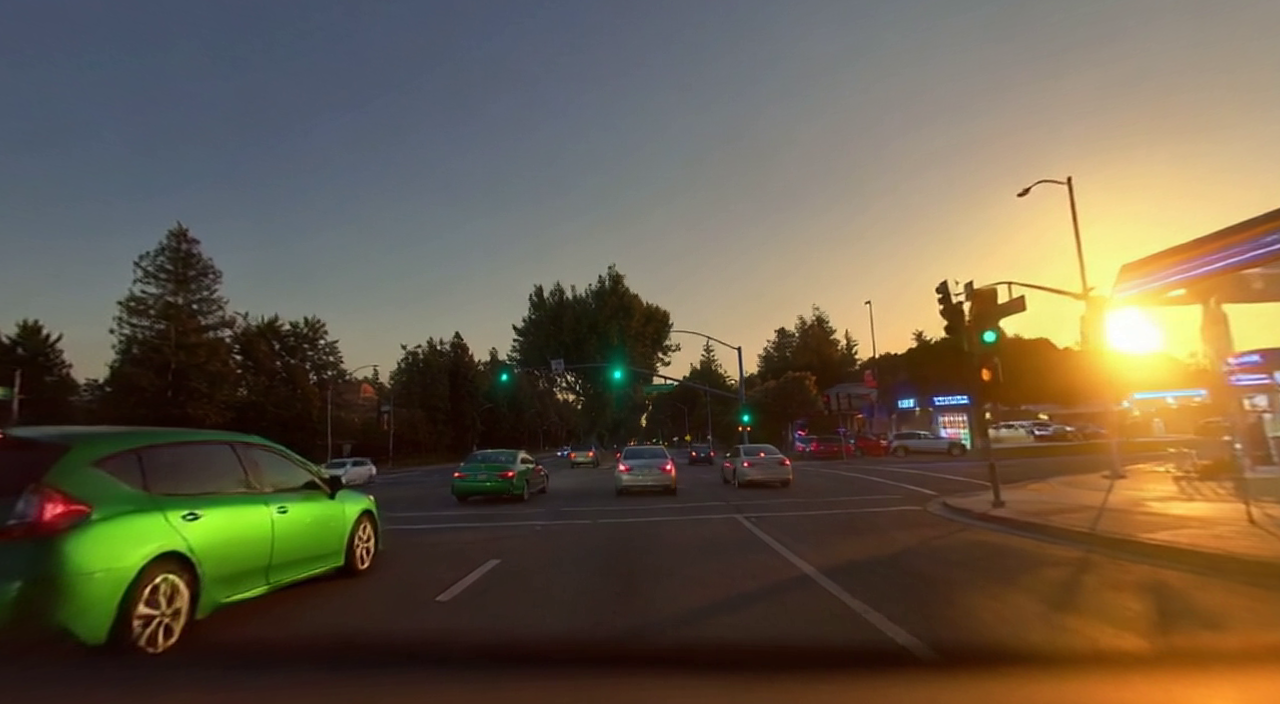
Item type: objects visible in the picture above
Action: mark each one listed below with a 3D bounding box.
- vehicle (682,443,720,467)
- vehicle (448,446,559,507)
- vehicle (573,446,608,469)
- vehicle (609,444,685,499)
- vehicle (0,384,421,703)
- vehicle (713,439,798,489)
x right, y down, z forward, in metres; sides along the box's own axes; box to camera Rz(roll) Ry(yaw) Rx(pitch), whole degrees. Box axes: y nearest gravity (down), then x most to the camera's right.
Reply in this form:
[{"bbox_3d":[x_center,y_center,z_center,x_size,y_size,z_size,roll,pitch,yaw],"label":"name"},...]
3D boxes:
[{"bbox_3d":[3.993,6.788,41.949,1.942,1.482,4.623,0,-8,-1],"label":"vehicle"},{"bbox_3d":[-3.648,3.405,17.787,1.995,1.436,4.500,-1,-8,2],"label":"vehicle"},{"bbox_3d":[-3.409,7.340,43.964,1.896,1.501,4.390,-1,-8,3],"label":"vehicle"},{"bbox_3d":[0.192,3.459,18.682,1.994,1.433,3.894,0,-8,0],"label":"vehicle"},{"bbox_3d":[-3.757,1.352,5.404,2.023,1.687,4.874,0,-8,0],"label":"vehicle"},{"bbox_3d":[3.720,3.689,21.150,1.920,1.479,4.548,0,-8,-1],"label":"vehicle"}]
